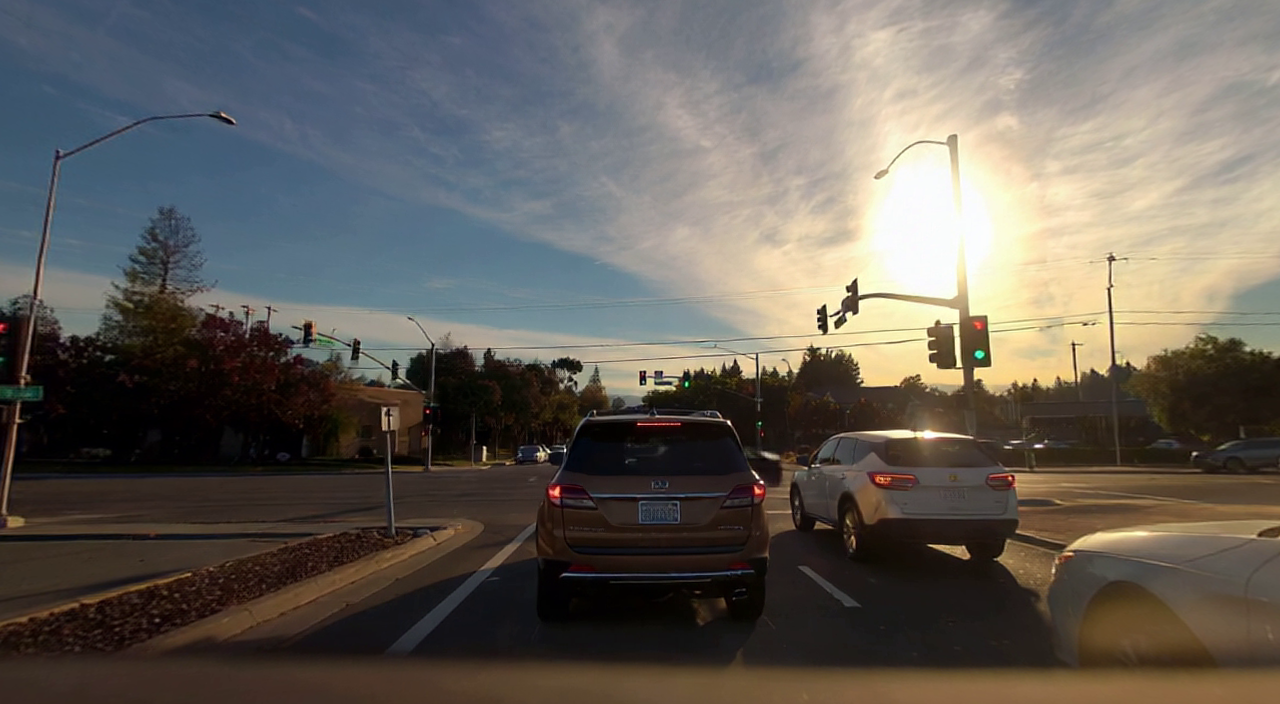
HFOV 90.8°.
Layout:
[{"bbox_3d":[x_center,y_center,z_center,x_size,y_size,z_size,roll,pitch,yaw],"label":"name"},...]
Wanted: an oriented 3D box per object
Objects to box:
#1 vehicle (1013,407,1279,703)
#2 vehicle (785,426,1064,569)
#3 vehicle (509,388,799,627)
[{"bbox_3d":[3.154,0.818,1.428,1.924,1.466,4.461,0,-8,1],"label":"vehicle"},{"bbox_3d":[3.519,1.861,8.870,1.861,1.495,4.215,0,-8,-1],"label":"vehicle"},{"bbox_3d":[0.099,1.496,7.062,2.170,1.793,4.468,0,-8,0],"label":"vehicle"}]
